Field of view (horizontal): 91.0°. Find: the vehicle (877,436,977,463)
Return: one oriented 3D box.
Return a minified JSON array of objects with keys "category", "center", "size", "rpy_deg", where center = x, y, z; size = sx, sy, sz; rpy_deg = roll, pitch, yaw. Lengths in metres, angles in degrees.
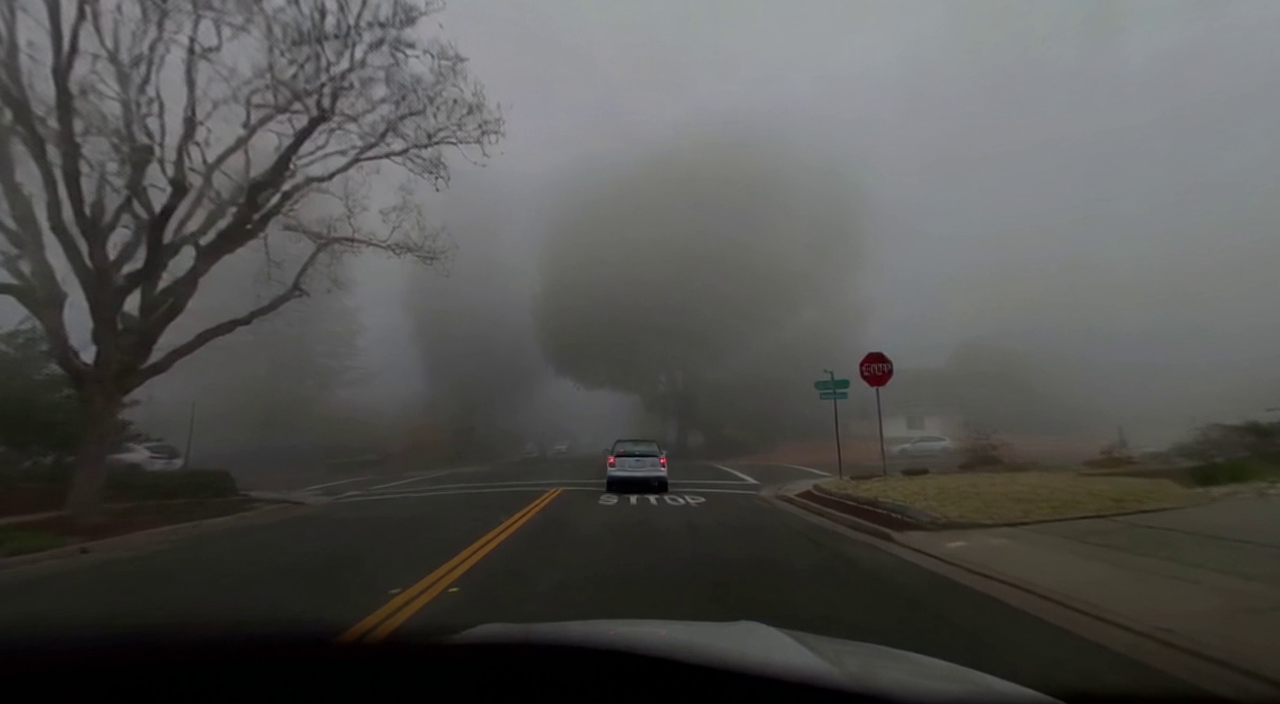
[{"category":"vehicle","center":[16.501,5.606,36.338],"size":[4.748,1.488,2.029],"rpy_deg":[1,-9,-4]}]

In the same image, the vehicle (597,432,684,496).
[{"category":"vehicle","center":[-0.056,2.968,17.012],"size":[2.043,1.484,4.340],"rpy_deg":[0,-9,-2]}]

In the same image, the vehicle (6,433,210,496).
[{"category":"vehicle","center":[-20.951,4.460,25.052],"size":[5.796,1.946,2.391],"rpy_deg":[-3,-10,-4]}]
